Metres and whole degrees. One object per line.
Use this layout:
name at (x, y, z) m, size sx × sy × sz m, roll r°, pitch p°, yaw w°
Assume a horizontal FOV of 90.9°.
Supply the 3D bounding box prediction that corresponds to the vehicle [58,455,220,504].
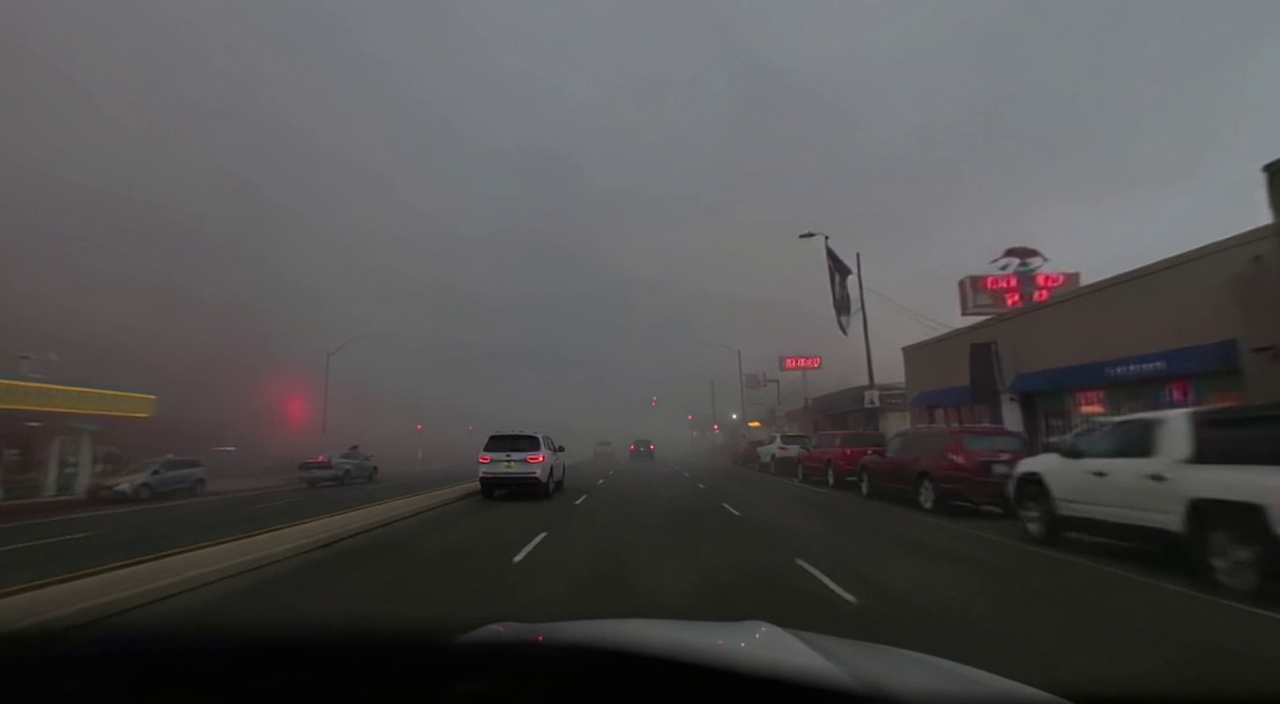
vehicle at (-17.321, 4.392, 22.163) m, size 1.894 × 1.458 × 4.565 m, roll 0°, pitch -8°, yaw 0°

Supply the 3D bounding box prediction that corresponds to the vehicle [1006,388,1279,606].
vehicle at (6.534, 1.453, 6.824) m, size 2.005 × 1.858 × 5.253 m, roll 0°, pitch -8°, yaw 1°

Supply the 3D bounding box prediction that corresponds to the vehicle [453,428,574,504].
vehicle at (-3.020, 2.832, 16.140) m, size 2.049 × 1.646 × 4.445 m, roll 0°, pitch -8°, yaw 2°

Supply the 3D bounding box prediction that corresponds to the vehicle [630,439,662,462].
vehicle at (0.375, 6.689, 42.840) m, size 2.037 × 1.484 × 4.073 m, roll 0°, pitch -8°, yaw 0°

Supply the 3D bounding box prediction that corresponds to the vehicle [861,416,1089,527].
vehicle at (6.471, 2.363, 13.044) m, size 1.985 × 1.835 × 4.936 m, roll 0°, pitch -8°, yaw 0°
